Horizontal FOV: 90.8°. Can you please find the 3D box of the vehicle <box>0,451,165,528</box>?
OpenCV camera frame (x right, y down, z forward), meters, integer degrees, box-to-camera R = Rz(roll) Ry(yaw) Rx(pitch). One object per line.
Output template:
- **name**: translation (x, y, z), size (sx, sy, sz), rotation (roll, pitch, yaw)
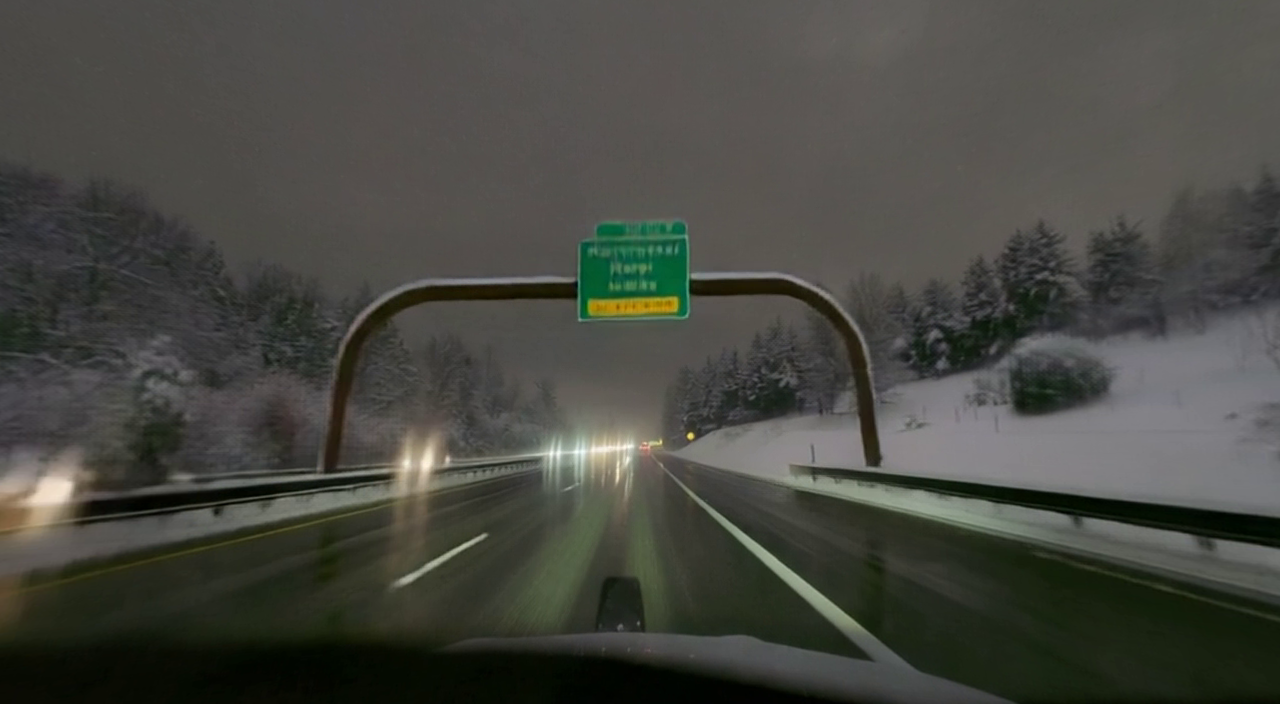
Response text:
- **vehicle**: translation (-13.180, 2.946, 14.034), size (1.853, 1.448, 4.331), rotation (0, -9, 0)
